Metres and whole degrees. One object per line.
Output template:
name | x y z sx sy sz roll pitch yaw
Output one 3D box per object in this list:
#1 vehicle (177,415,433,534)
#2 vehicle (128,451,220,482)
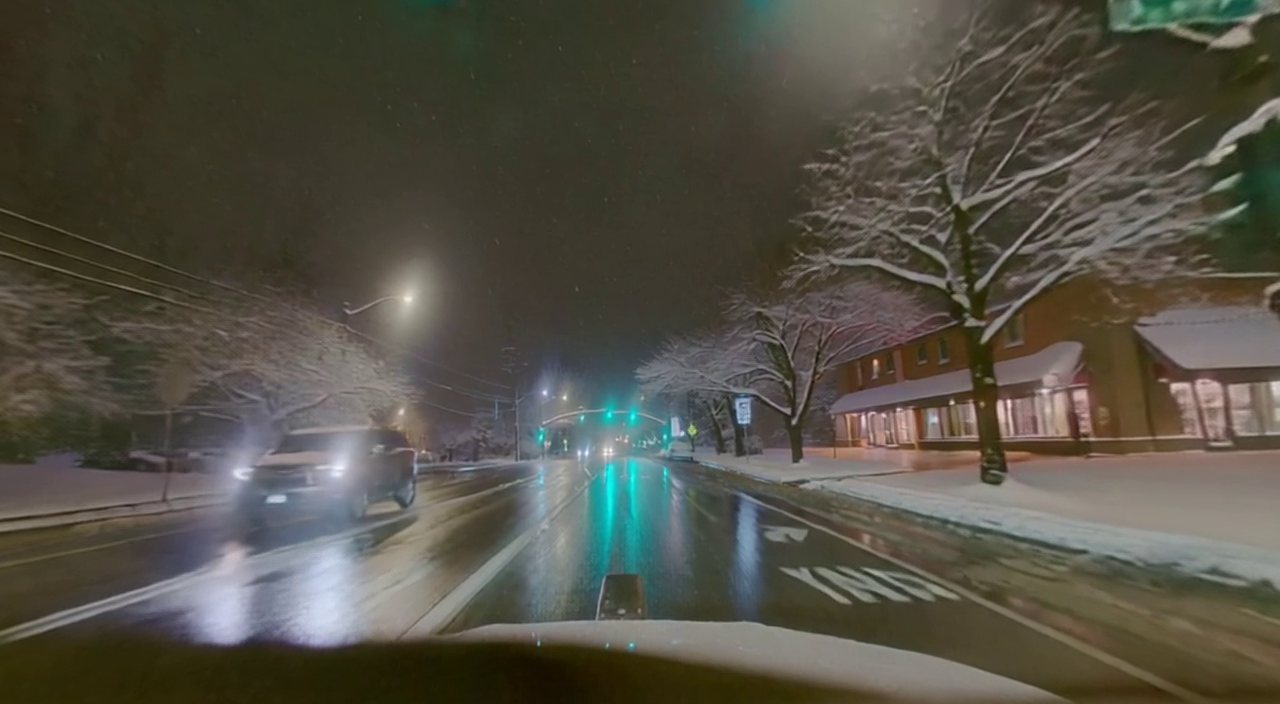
vehicle | -6.409 2.404 13.110 2.545 1.943 5.168 0 -8 -1
vehicle | -22.875 5.617 31.177 1.739 1.373 3.759 0 -9 -1
